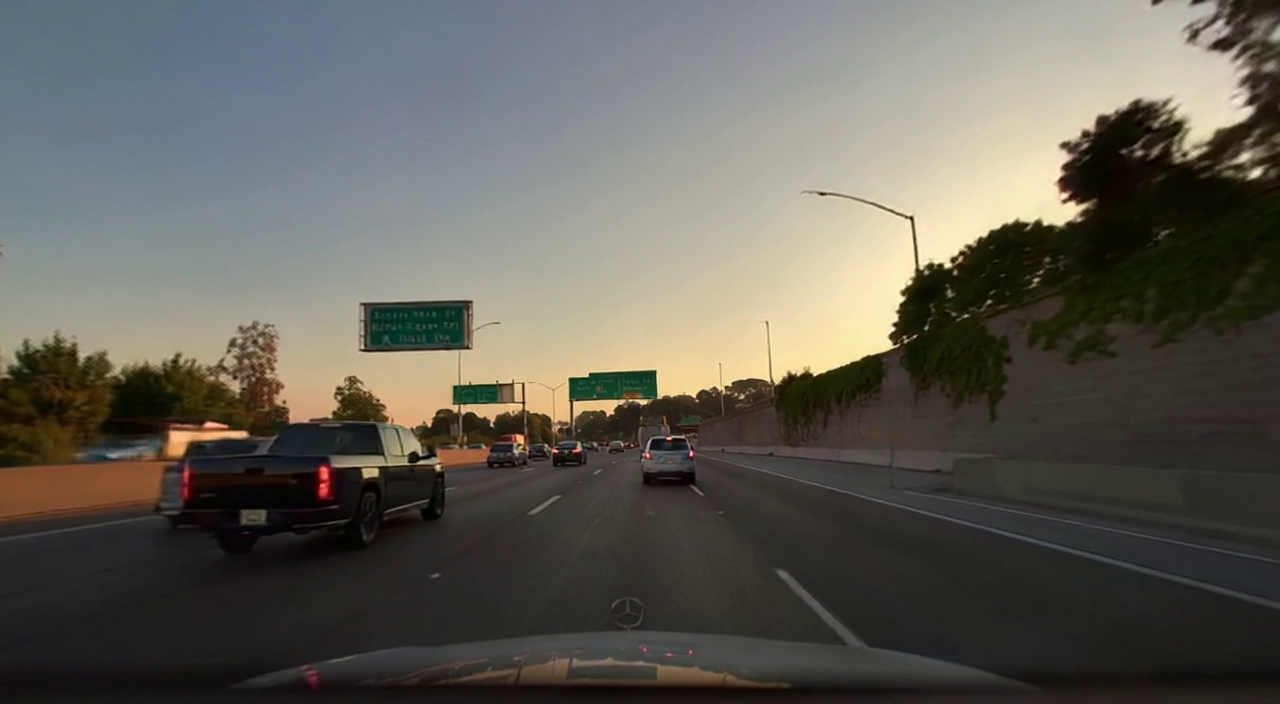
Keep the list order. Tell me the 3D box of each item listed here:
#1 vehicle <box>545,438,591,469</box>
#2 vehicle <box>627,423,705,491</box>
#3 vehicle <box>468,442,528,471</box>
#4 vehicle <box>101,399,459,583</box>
[{"bbox_3d":[-3.973,5.687,35.586,1.961,1.591,4.756,0,-8,1],"label":"vehicle"},{"bbox_3d":[0.680,3.174,19.316,2.083,1.792,4.782,0,-8,-1],"label":"vehicle"},{"bbox_3d":[-7.588,5.613,34.124,2.081,1.463,4.749,0,-8,1],"label":"vehicle"},{"bbox_3d":[-4.300,1.753,8.870,1.954,1.792,5.187,0,-8,0],"label":"vehicle"}]
